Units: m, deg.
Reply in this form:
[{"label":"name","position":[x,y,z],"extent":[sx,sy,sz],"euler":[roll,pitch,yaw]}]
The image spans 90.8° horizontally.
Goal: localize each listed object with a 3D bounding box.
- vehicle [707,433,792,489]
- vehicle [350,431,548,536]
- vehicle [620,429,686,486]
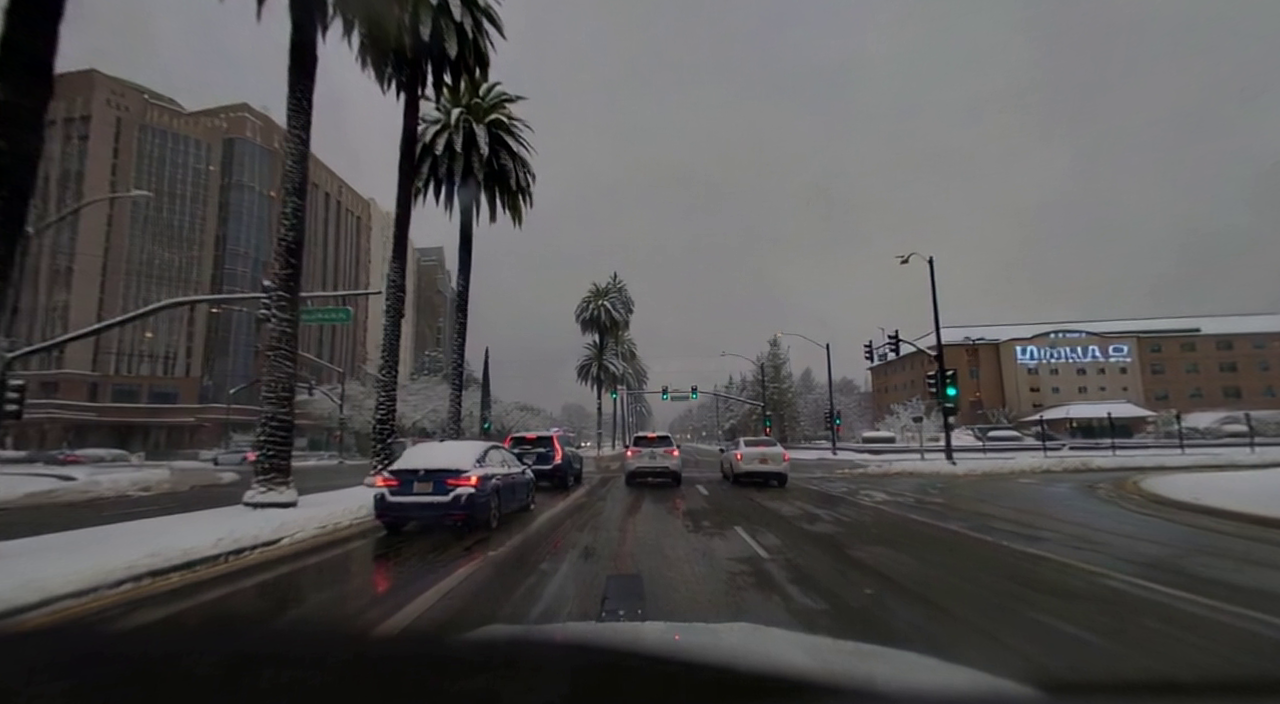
[{"label":"vehicle","position":[3.347,3.429,20.123],"extent":[1.936,1.567,3.896],"euler":[0,-9,-1]},{"label":"vehicle","position":[-3.063,2.228,11.353],"extent":[1.962,1.480,4.605],"euler":[-1,-9,2]},{"label":"vehicle","position":[0.433,3.605,21.754],"extent":[2.060,1.730,4.257],"euler":[0,-9,1]}]
